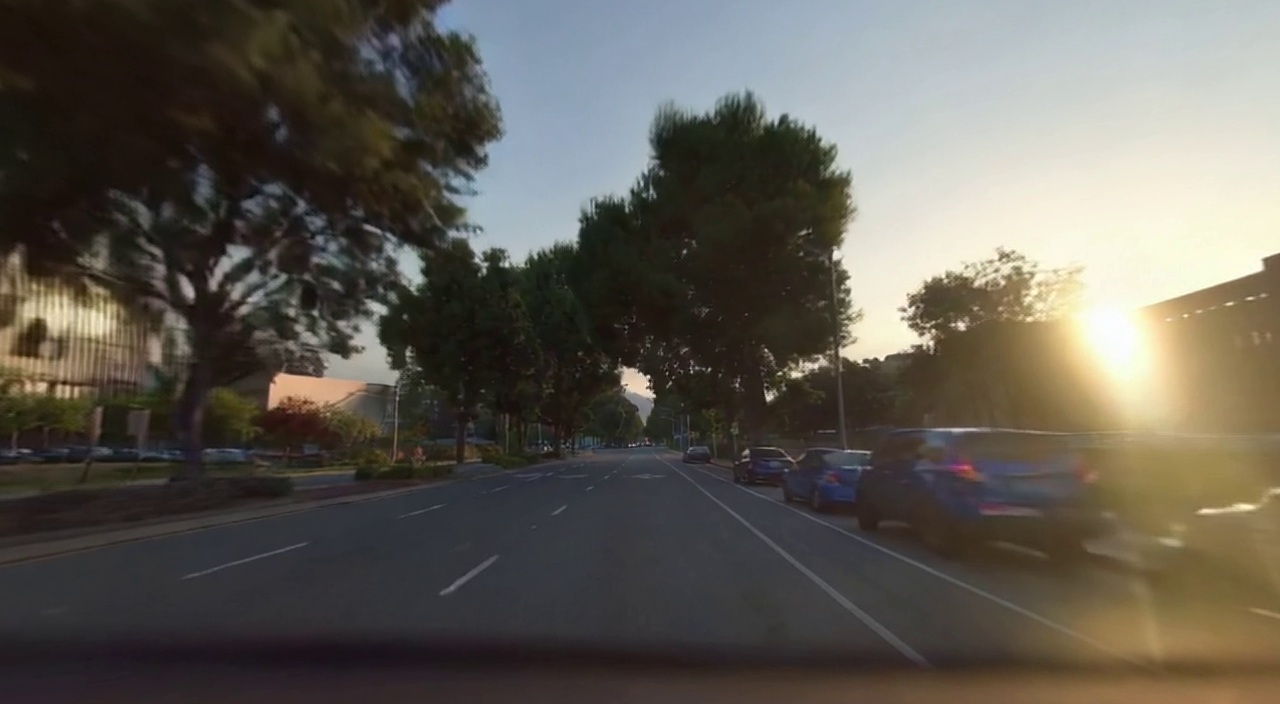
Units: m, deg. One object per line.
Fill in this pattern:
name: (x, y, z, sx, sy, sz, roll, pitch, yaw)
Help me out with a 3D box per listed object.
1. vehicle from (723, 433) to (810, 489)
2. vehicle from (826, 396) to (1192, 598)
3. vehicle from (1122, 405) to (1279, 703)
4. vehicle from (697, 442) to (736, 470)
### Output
vehicle: (4.538, 3.991, 23.442, 2.198, 1.834, 4.963, 0, -8, 0)
vehicle: (4.222, 1.723, 8.508, 1.995, 1.884, 5.003, 0, -8, 2)
vehicle: (3.983, 0.869, 1.631, 1.974, 1.534, 4.610, 2, -8, 2)
vehicle: (4.944, 6.780, 41.476, 1.987, 1.718, 4.698, 0, -8, 0)
